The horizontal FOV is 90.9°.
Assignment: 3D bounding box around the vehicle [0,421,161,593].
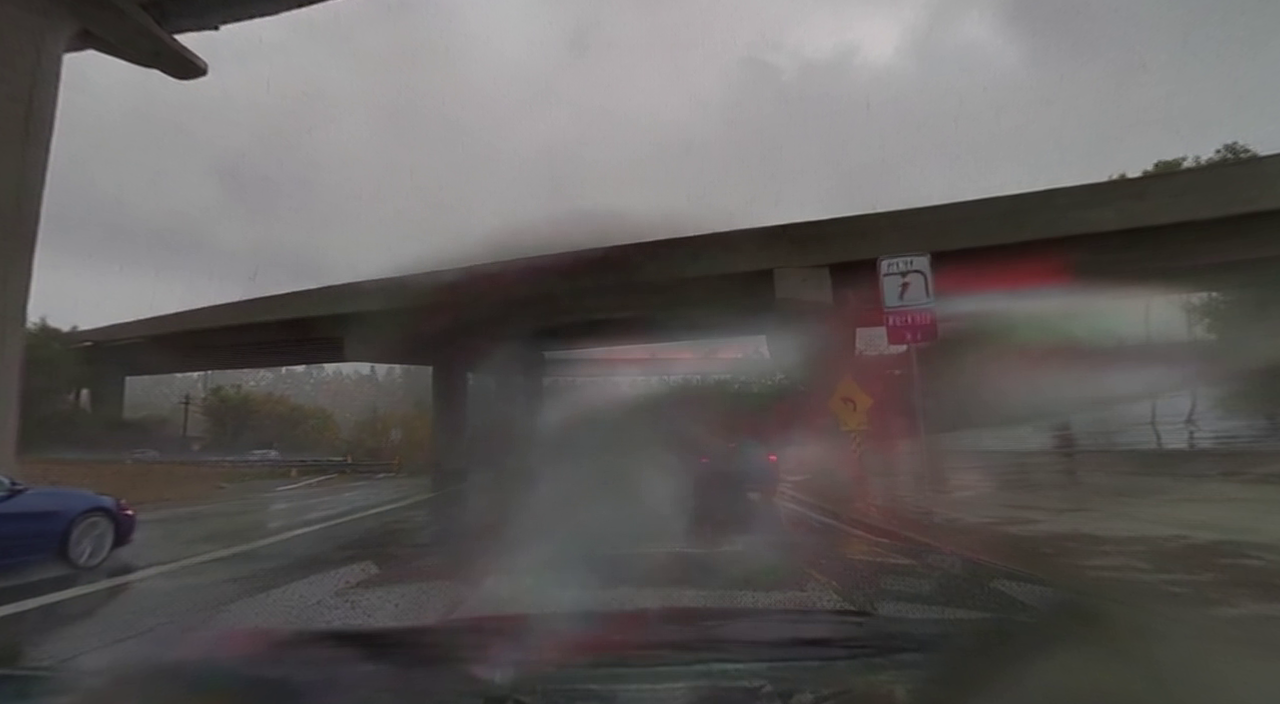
[{"bbox_3d":[-7.326,1.508,6.057,2.108,1.670,4.235,0,-8,-1],"label":"vehicle"}]
